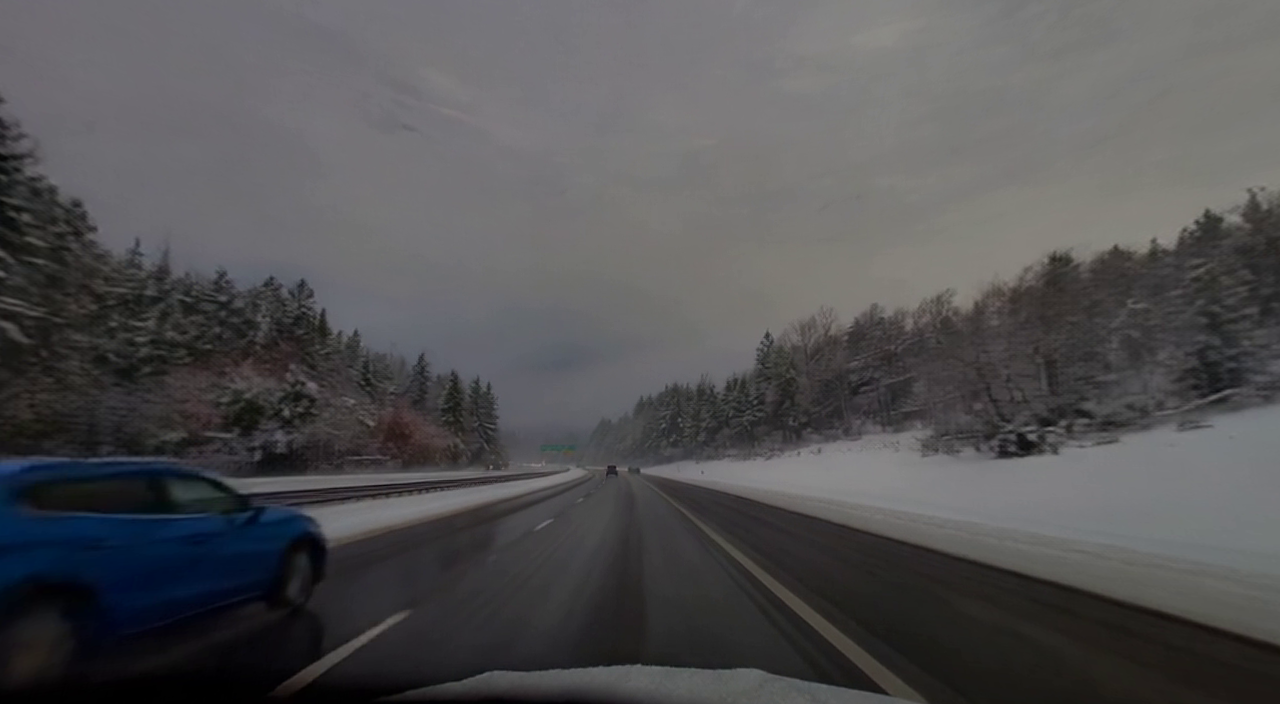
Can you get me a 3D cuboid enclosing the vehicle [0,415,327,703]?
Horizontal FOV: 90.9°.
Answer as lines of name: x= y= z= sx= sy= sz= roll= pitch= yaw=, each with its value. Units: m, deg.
vehicle: x=-3.724 y=1.151 z=3.457 sx=2.040 sy=1.465 sz=3.744 roll=1 pitch=-11 yaw=0
